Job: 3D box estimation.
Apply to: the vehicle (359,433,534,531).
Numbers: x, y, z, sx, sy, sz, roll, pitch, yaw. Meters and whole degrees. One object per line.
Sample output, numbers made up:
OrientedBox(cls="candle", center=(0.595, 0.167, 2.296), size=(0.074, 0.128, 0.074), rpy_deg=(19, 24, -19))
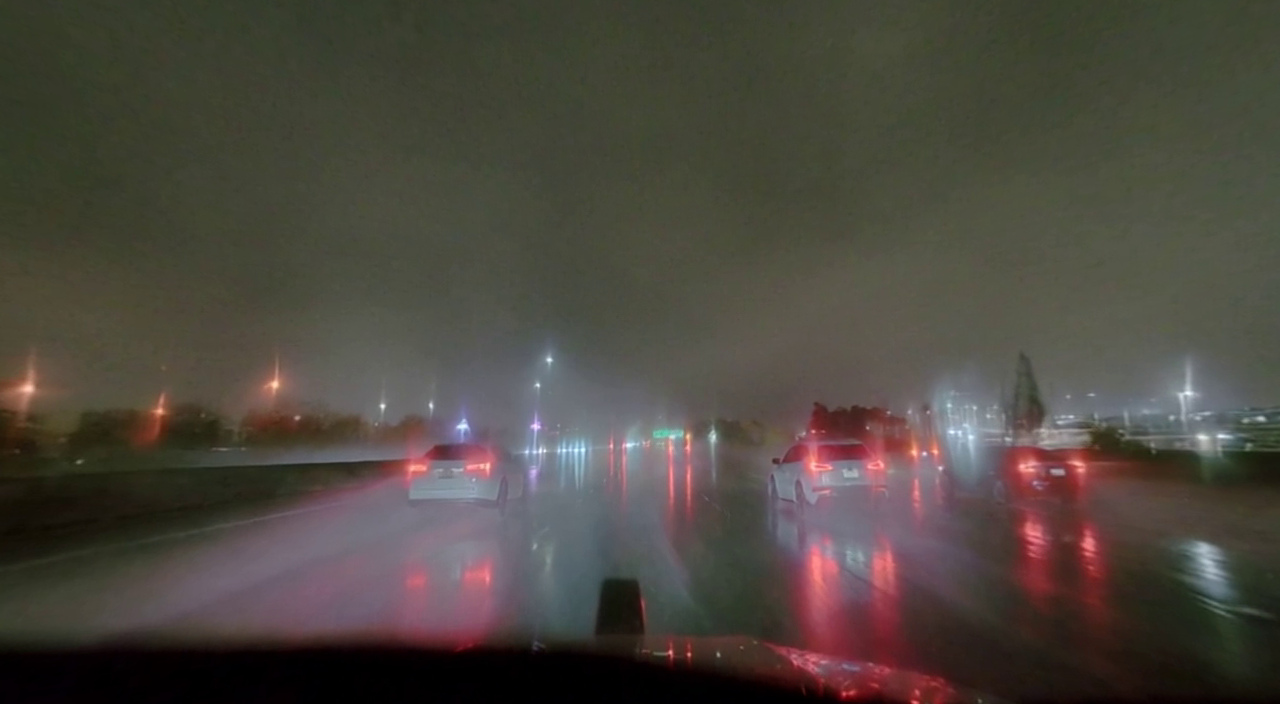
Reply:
OrientedBox(cls="vehicle", center=(-3.442, 2.392, 12.232), size=(1.975, 1.536, 4.295), rpy_deg=(0, -8, 1))

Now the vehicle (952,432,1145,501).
OrientedBox(cls="vehicle", center=(10.281, 2.888, 16.399), size=(2.019, 1.529, 4.385), rpy_deg=(0, -8, -1))

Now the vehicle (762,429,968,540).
OrientedBox(cls="vehicle", center=(3.489, 2.120, 10.765), size=(1.961, 1.504, 4.094), rpy_deg=(0, -8, -1))
